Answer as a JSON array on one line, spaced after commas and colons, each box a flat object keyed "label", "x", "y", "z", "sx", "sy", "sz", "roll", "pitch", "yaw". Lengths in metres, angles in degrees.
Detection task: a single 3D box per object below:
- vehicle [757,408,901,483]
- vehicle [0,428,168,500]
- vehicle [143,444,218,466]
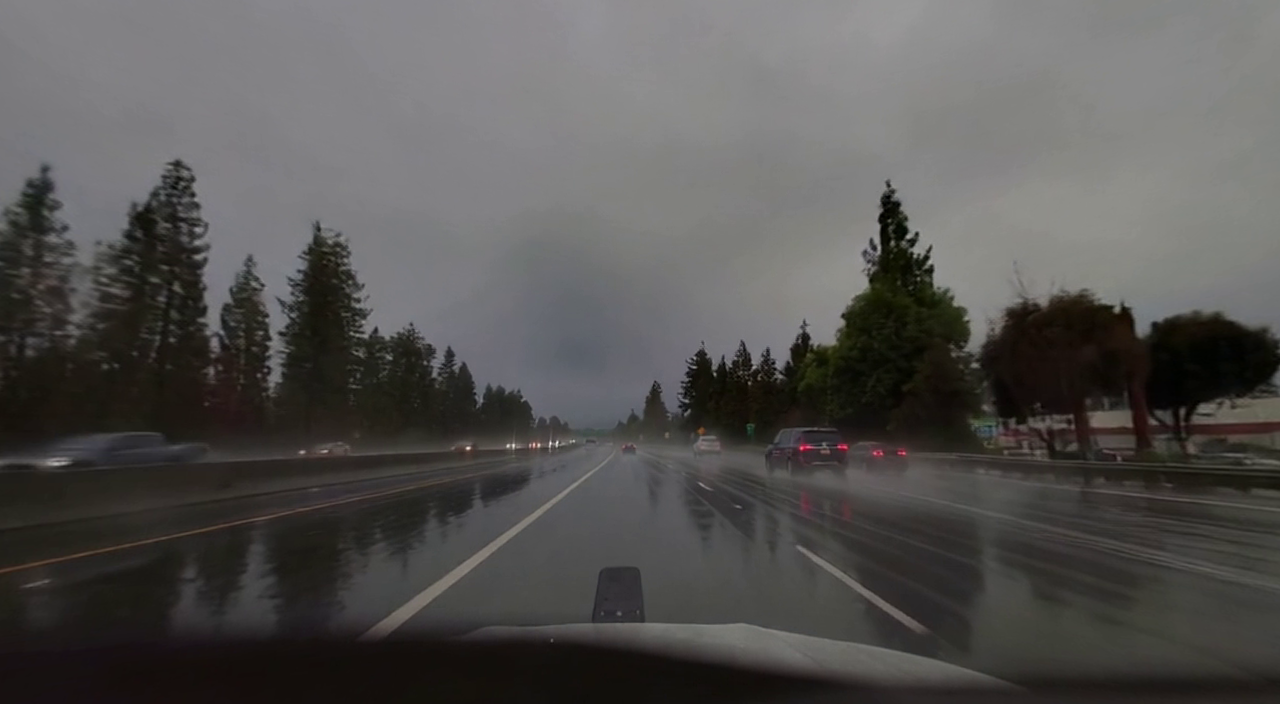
[{"label": "vehicle", "x": 6.639, "y": 3.511, "z": 23.689, "sx": 2.779, "sy": 2.339, "sz": 8.073, "roll": 0, "pitch": -8, "yaw": -1}, {"label": "vehicle", "x": -16.694, "y": 3.118, "z": 18.015, "sx": 2.114, "sy": 1.742, "sz": 5.510, "roll": 0, "pitch": -8, "yaw": 0}, {"label": "vehicle", "x": -32.355, "y": 7.263, "z": 44.511, "sx": 1.844, "sy": 1.483, "sz": 4.609, "roll": 0, "pitch": -8, "yaw": -1}]
